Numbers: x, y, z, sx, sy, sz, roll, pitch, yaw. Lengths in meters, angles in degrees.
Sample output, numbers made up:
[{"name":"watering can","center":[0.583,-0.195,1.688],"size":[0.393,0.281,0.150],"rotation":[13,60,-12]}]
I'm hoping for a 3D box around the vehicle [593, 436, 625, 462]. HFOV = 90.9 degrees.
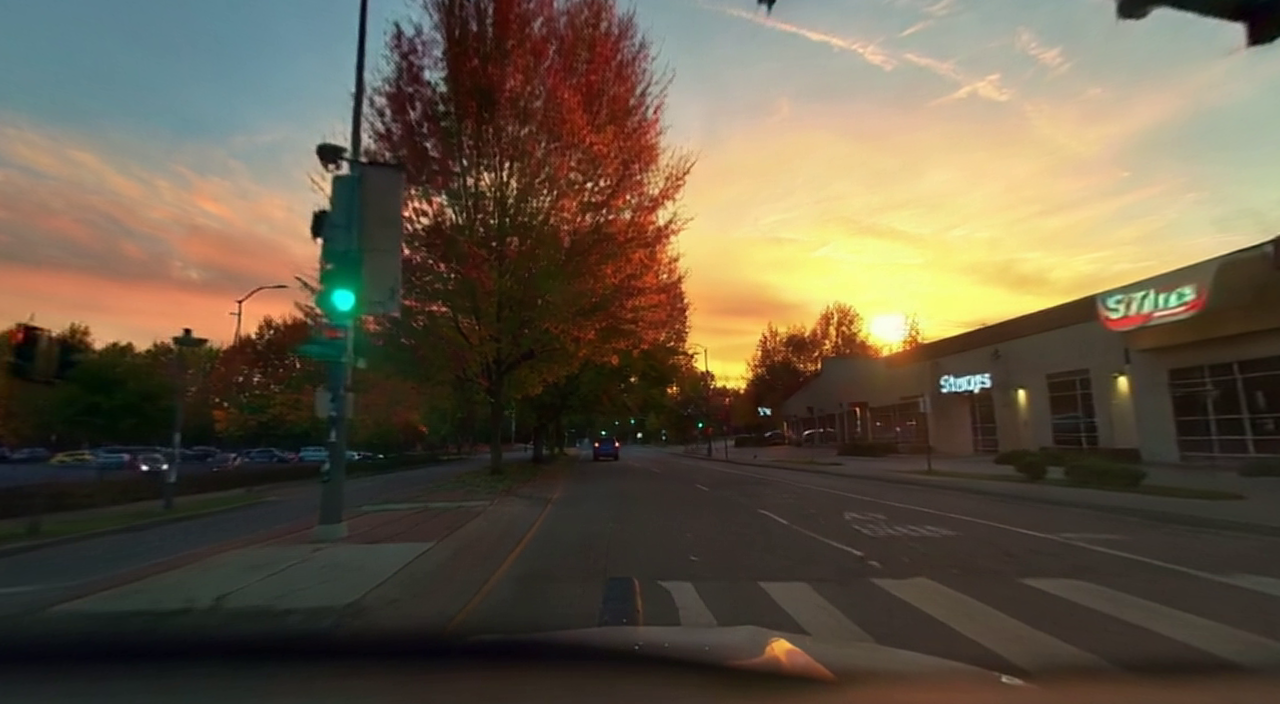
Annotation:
[{"name":"vehicle","center":[-2.345,7.195,46.956],"size":[2.146,1.814,5.110],"rotation":[1,-8,-5]}]
